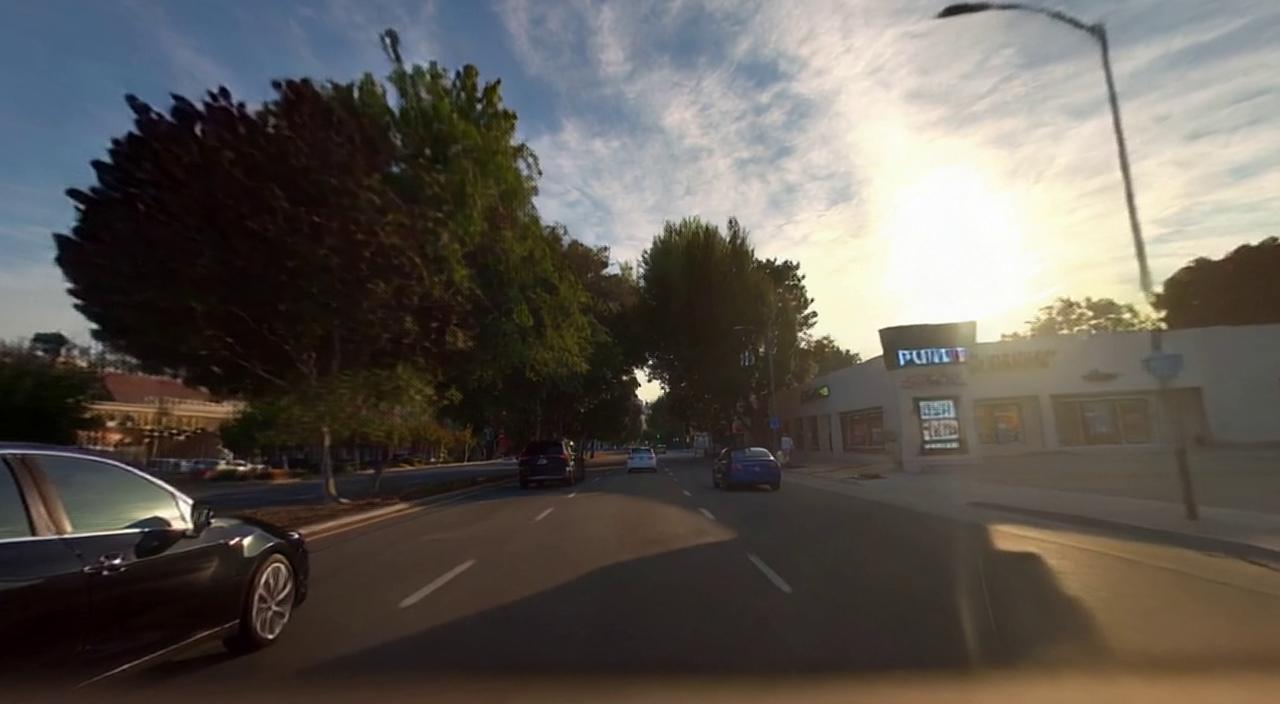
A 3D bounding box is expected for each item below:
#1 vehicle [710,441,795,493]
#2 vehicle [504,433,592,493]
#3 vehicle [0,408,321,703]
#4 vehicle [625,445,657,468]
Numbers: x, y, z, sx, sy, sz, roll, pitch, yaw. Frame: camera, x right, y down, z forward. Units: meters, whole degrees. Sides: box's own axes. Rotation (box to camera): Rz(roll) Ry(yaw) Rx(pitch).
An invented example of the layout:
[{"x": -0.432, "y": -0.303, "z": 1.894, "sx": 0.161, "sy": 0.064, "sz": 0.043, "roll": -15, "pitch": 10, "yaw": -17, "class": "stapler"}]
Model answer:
[{"x": 3.479, "y": 3.628, "z": 20.299, "sx": 1.904, "sy": 1.490, "sz": 4.299, "roll": 0, "pitch": -8, "yaw": -1, "class": "vehicle"}, {"x": -2.953, "y": 3.695, "z": 21.336, "sx": 2.193, "sy": 1.788, "sz": 4.603, "roll": 0, "pitch": -8, "yaw": 1, "class": "vehicle"}, {"x": -3.221, "y": 0.899, "z": 1.943, "sx": 1.956, "sy": 1.460, "sz": 4.802, "roll": 0, "pitch": -8, "yaw": 0, "class": "vehicle"}, {"x": 0.051, "y": 7.042, "z": 42.601, "sx": 2.069, "sy": 1.445, "sz": 3.965, "roll": 0, "pitch": -8, "yaw": 0, "class": "vehicle"}]
